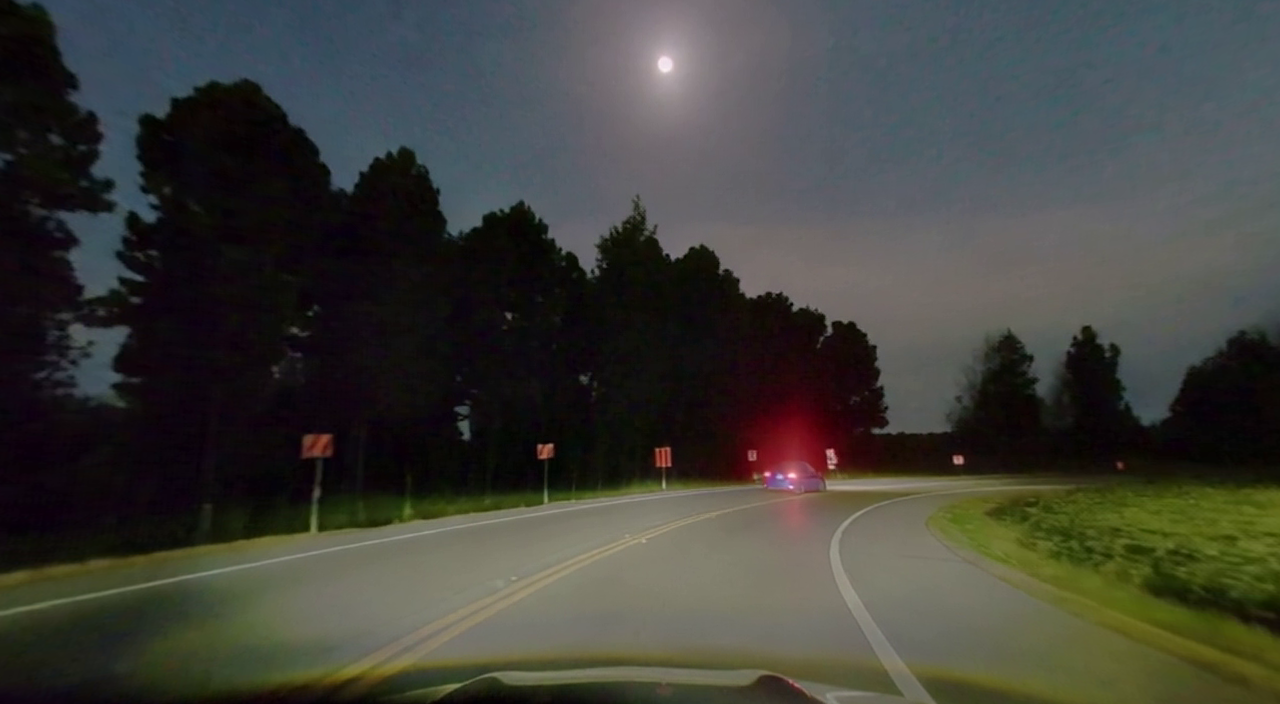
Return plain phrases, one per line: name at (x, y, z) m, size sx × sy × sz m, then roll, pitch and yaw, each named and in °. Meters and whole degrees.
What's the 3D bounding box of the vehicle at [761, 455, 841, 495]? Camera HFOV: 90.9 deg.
vehicle at (7.472, 5.627, 28.972) m, size 1.997 × 1.692 × 4.422 m, roll -7°, pitch -13°, yaw 36°
